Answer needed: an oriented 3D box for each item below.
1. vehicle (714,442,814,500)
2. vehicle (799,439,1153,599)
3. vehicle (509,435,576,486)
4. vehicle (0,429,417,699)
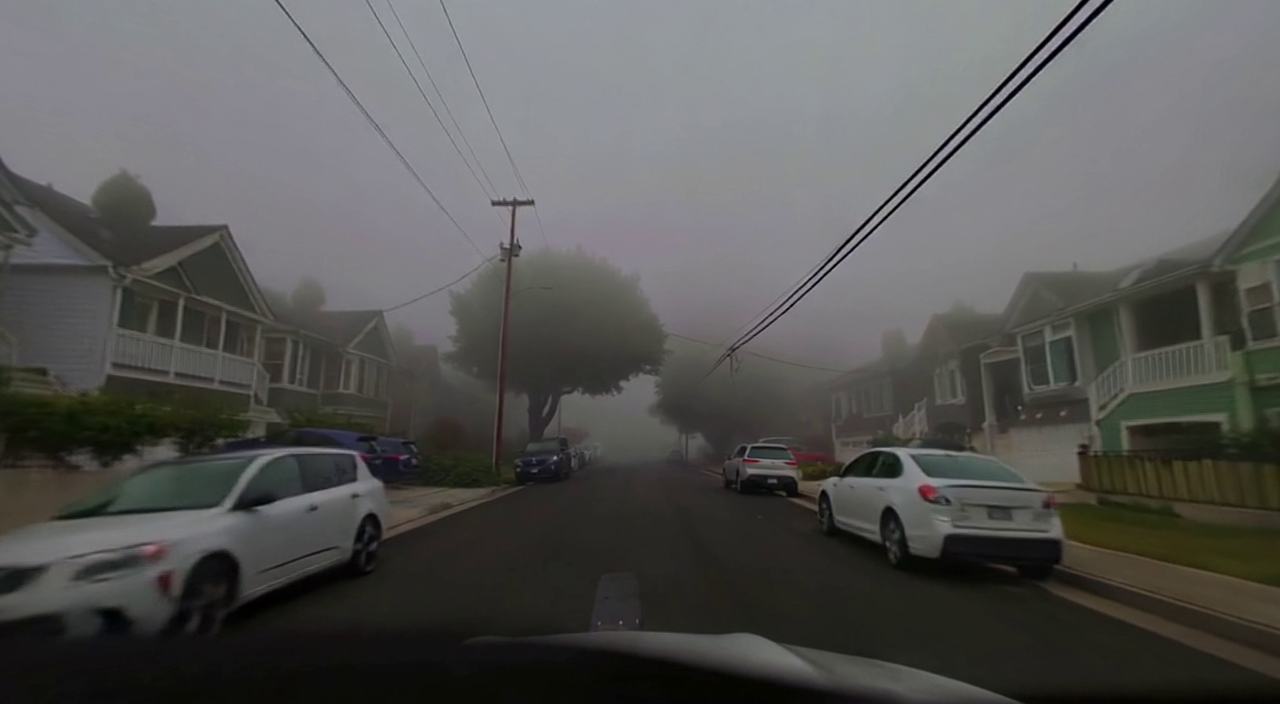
[{"bbox_3d":[3.590,3.542,19.208,2.019,1.536,4.405,0,-9,-1],"label":"vehicle"},{"bbox_3d":[3.729,1.906,8.274,1.862,1.452,4.737,0,-9,-3],"label":"vehicle"},{"bbox_3d":[-3.956,4.503,26.533,2.057,1.887,5.053,0,-9,0],"label":"vehicle"},{"bbox_3d":[-3.792,1.507,5.780,1.971,1.460,4.523,0,-9,-2],"label":"vehicle"}]
